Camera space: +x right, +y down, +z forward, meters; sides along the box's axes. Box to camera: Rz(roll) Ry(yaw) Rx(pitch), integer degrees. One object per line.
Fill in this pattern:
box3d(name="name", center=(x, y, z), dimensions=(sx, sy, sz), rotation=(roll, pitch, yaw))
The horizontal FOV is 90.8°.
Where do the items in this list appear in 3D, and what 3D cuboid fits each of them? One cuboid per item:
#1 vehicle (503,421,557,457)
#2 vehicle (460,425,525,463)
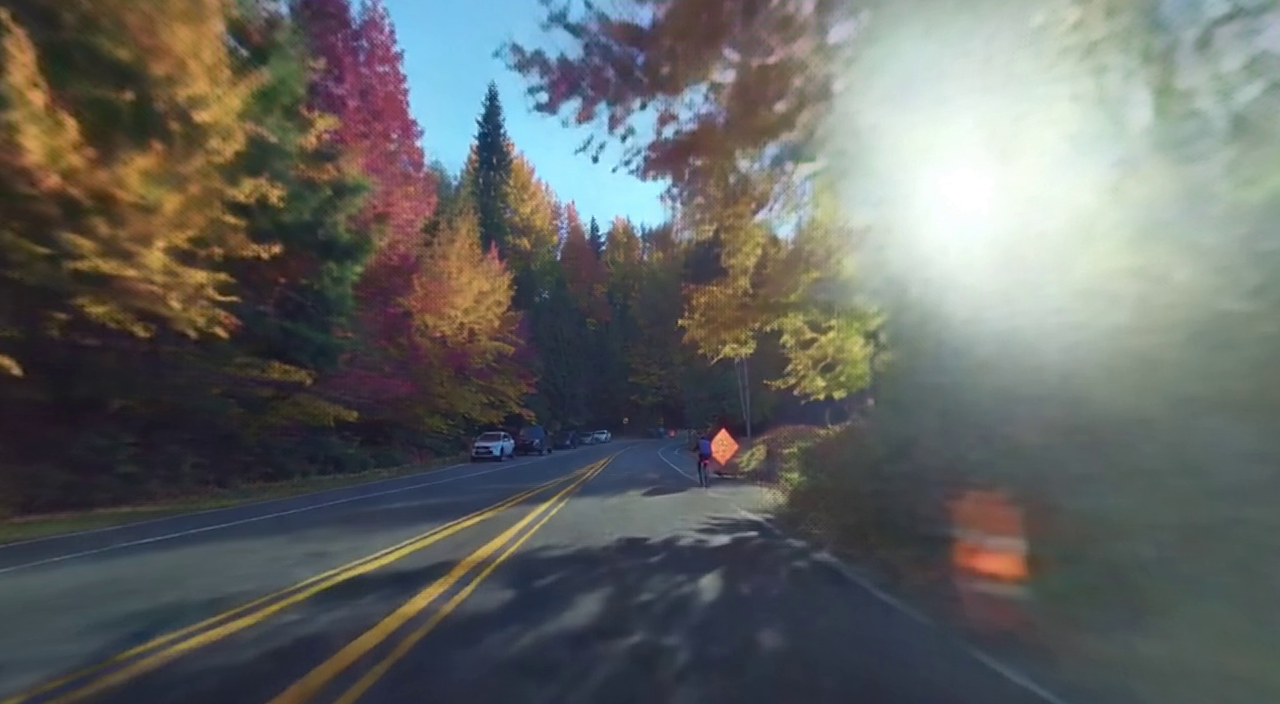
box3d(name="vehicle", center=(-7.090, 5.688, 41.231), dimensions=(2.312, 2.075, 5.748), rotation=(-3, -9, 2))
box3d(name="vehicle", center=(-7.686, 4.837, 33.360), dimensions=(1.991, 1.759, 4.443), rotation=(-3, -8, 5))
